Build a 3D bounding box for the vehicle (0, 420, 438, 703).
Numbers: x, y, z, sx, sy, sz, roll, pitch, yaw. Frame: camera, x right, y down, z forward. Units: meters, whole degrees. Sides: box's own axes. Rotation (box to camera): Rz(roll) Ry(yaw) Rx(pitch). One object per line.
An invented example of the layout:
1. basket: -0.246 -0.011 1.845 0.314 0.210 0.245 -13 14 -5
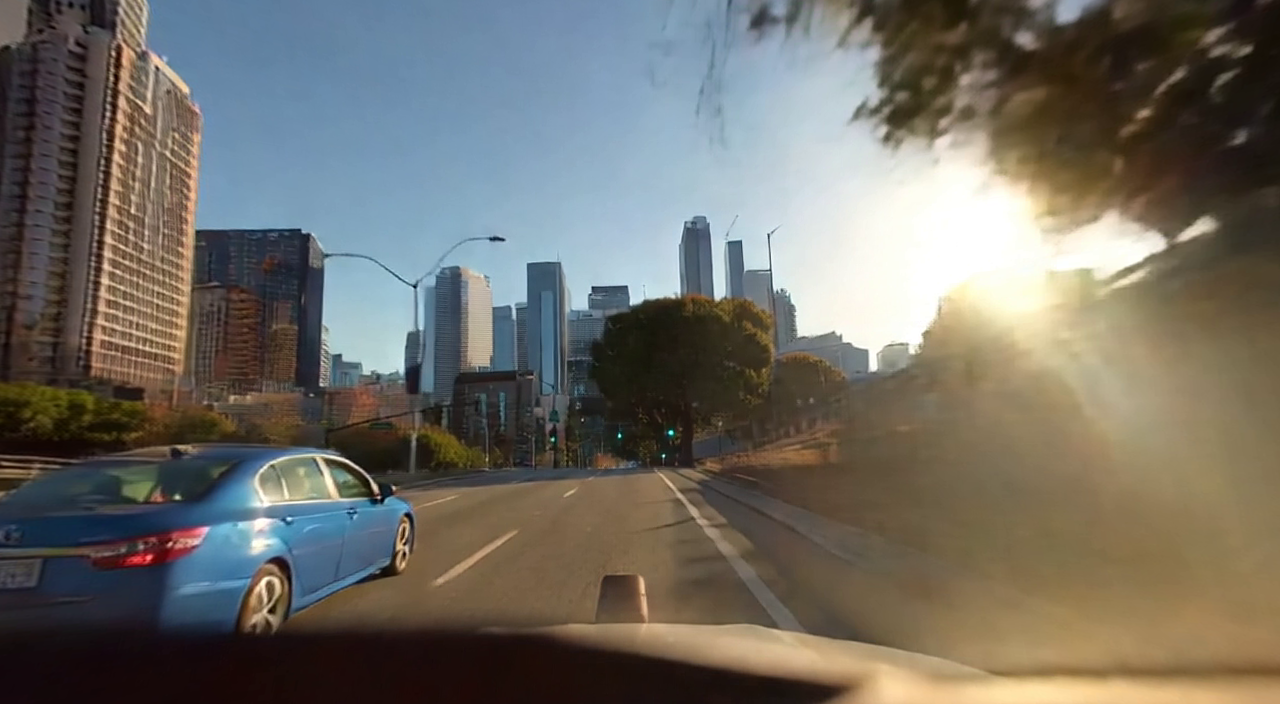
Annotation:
1. vehicle: -3.304 1.371 4.922 2.041 1.470 4.290 0 -9 0
